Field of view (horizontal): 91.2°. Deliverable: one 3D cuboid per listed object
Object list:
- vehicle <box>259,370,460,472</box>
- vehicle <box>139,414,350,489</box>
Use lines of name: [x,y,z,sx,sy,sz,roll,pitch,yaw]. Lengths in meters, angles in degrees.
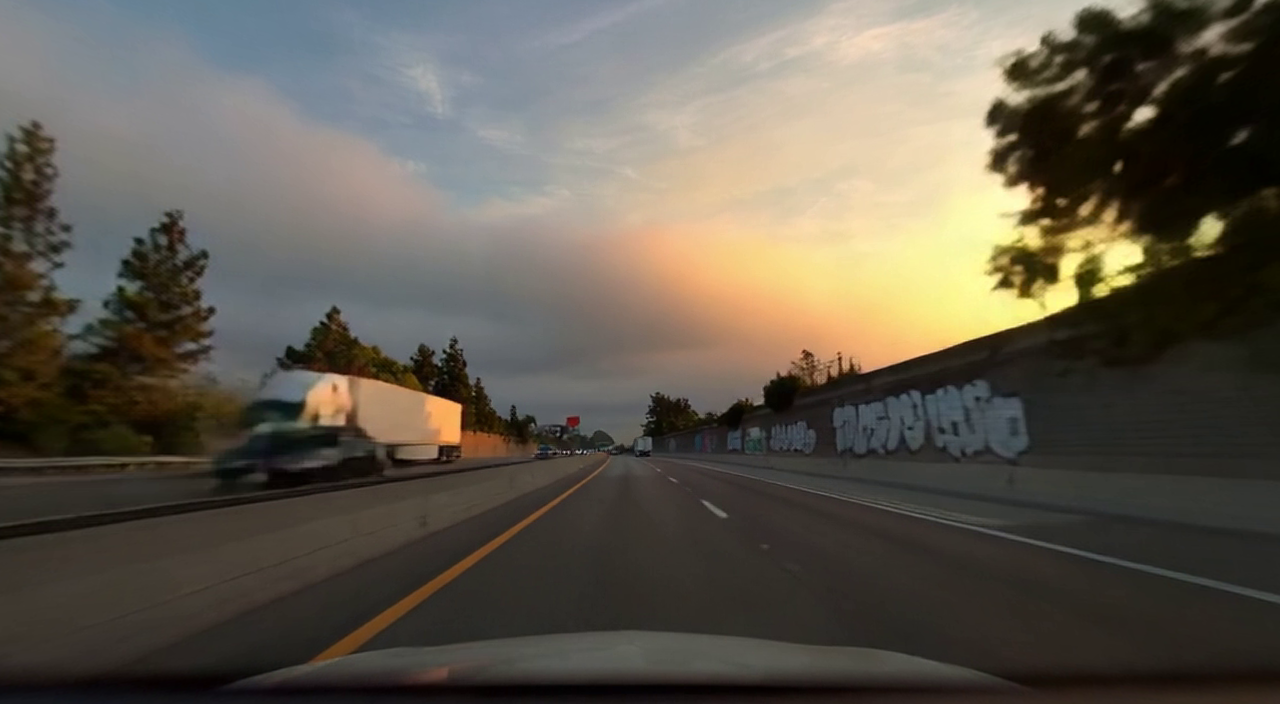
vehicle: [-13.424,4.001,33.071,3.086,3.976,16.980,0,-9,-1]
vehicle: [-9.301,2.424,15.387,2.121,1.540,4.733,0,-9,0]
